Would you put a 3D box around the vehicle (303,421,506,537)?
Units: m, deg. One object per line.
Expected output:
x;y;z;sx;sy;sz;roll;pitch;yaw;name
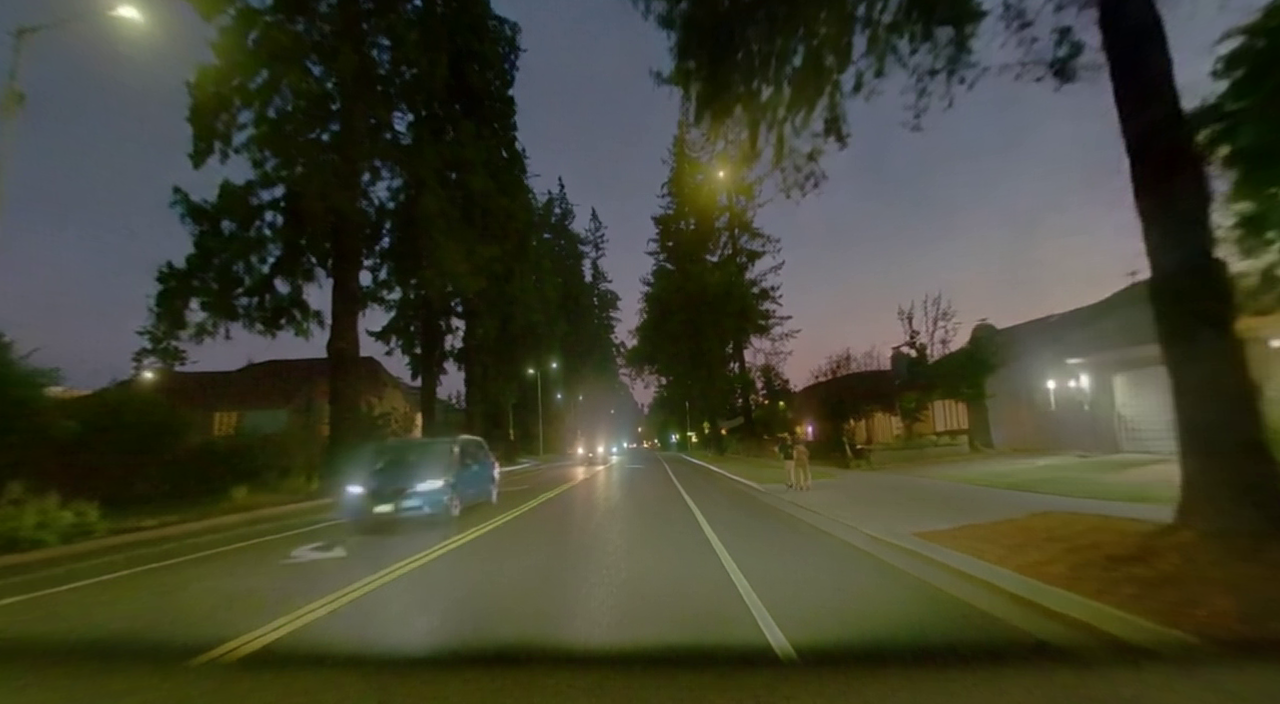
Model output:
-4.178;2.315;12.185;2.041;1.780;4.618;0;-8;1;vehicle

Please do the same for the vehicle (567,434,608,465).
-3.781;7.172;46.651;2.417;2.088;5.780;0;-8;1;vehicle
